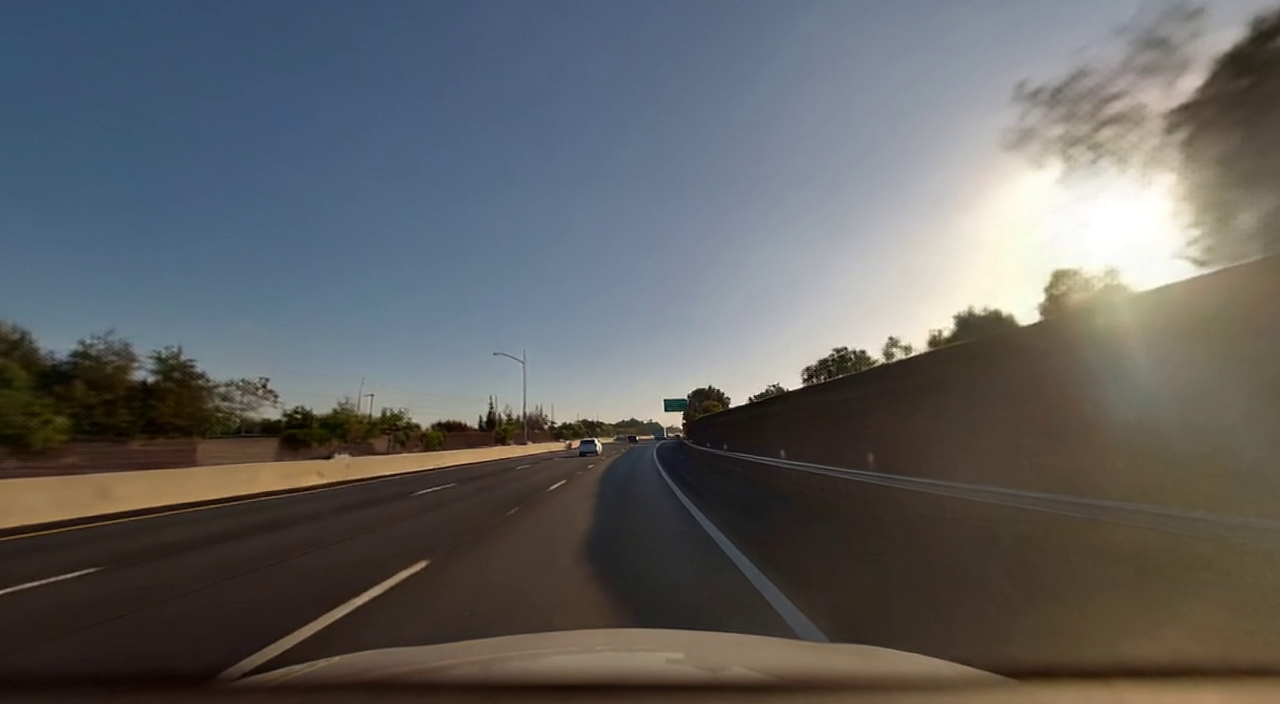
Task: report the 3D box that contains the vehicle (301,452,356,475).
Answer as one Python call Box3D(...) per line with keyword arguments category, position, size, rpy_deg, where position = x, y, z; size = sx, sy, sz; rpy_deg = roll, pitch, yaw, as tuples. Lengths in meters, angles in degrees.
Box3D(category="vehicle", position=(-21.324, 7.618, 43.048), size=(1.787, 1.481, 3.887), rpy_deg=(0, -9, 0))

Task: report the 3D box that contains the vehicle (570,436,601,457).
Box3D(category="vehicle", position=(-4.213, 7.453, 49.232), size=(1.998, 1.584, 4.005), rpy_deg=(0, -9, 1))
